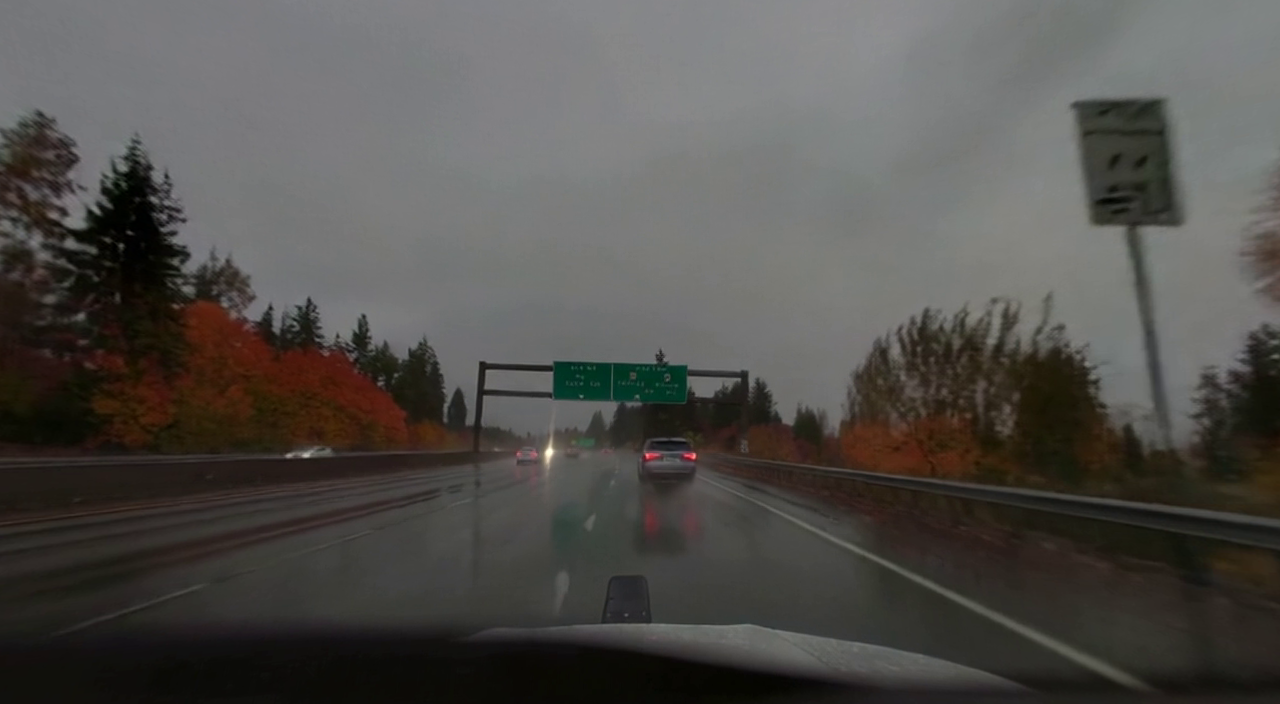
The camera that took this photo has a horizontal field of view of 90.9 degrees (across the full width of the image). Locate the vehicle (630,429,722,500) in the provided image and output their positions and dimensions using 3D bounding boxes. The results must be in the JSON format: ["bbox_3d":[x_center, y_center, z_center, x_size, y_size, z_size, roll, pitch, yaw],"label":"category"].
[{"bbox_3d":[0.853,3.083,17.651,2.120,1.706,4.226,0,-8,-3],"label":"vehicle"}]

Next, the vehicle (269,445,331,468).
[{"bbox_3d":[-24.044,7.402,44.817,1.939,1.519,4.600,0,-8,-2],"label":"vehicle"}]
